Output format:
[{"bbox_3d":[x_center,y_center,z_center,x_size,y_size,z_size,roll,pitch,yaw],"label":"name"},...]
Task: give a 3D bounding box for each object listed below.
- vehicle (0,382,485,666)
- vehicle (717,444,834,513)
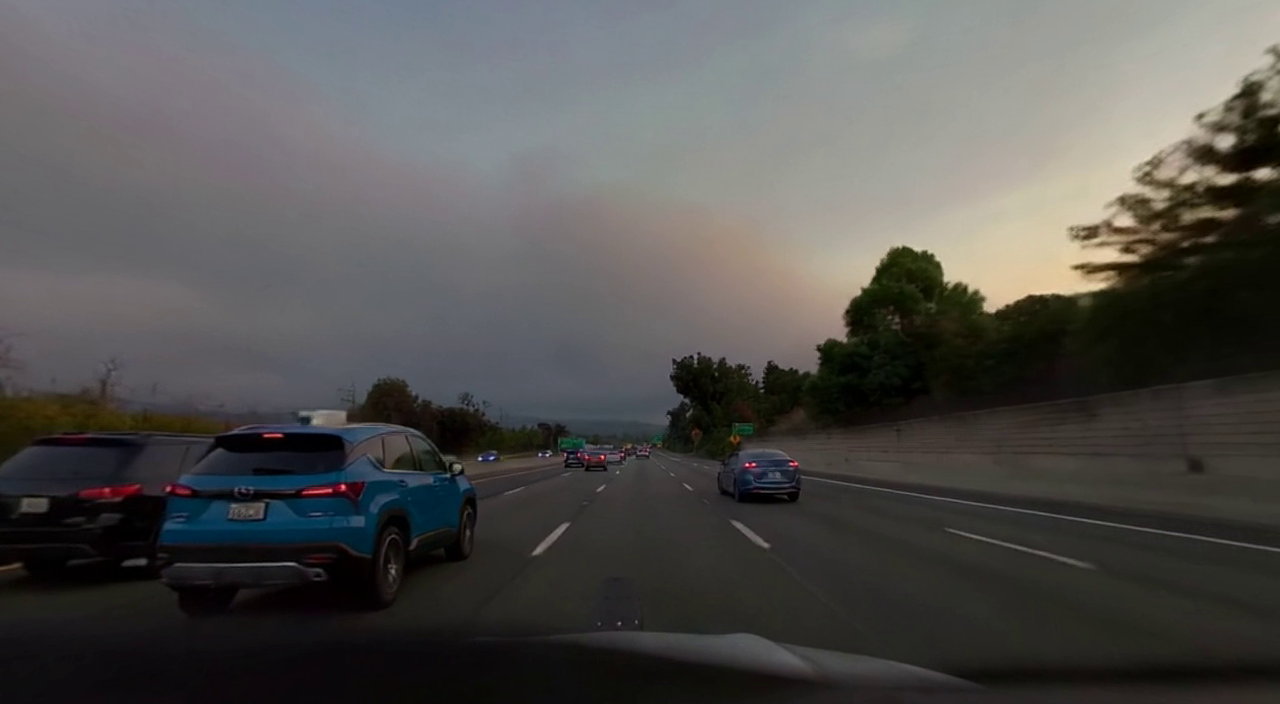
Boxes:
[{"bbox_3d":[-3.178,1.398,6.217,2.137,1.756,4.453,0,-9,0],"label":"vehicle"},{"bbox_3d":[3.228,3.087,15.918,1.979,1.486,4.125,0,-9,-1],"label":"vehicle"}]
